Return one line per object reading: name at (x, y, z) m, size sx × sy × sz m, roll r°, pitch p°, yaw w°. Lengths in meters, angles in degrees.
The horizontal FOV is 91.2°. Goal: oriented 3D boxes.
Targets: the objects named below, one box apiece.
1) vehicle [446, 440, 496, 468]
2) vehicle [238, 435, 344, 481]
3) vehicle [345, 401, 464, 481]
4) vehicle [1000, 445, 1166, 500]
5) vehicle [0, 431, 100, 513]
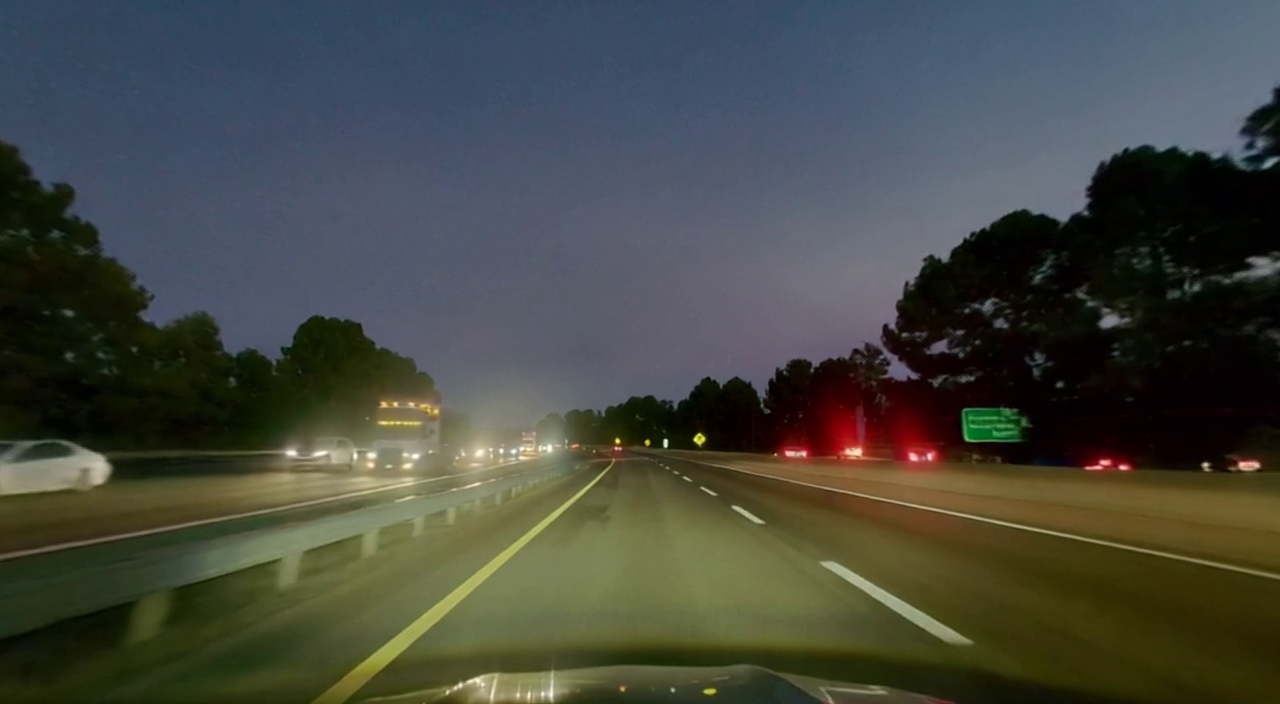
vehicle at (-9.545, 5.812, 35.758) m, size 1.839 × 1.474 × 4.225 m, roll 0°, pitch -8°, yaw -2°
vehicle at (-13.734, 4.167, 24.978) m, size 1.947 × 1.647 × 4.183 m, roll 0°, pitch -8°, yaw -3°
vehicle at (-8.833, 3.496, 24.472) m, size 2.356 × 2.637 × 6.975 m, roll 0°, pitch -8°, yaw -4°
vehicle at (14.078, 3.819, 20.353) m, size 1.941 × 1.536 × 4.585 m, roll 0°, pitch -8°, yaw -2°
vehicle at (-12.680, 2.157, 11.097) m, size 1.927 × 1.494 × 5.040 m, roll 0°, pitch -8°, yaw -3°
